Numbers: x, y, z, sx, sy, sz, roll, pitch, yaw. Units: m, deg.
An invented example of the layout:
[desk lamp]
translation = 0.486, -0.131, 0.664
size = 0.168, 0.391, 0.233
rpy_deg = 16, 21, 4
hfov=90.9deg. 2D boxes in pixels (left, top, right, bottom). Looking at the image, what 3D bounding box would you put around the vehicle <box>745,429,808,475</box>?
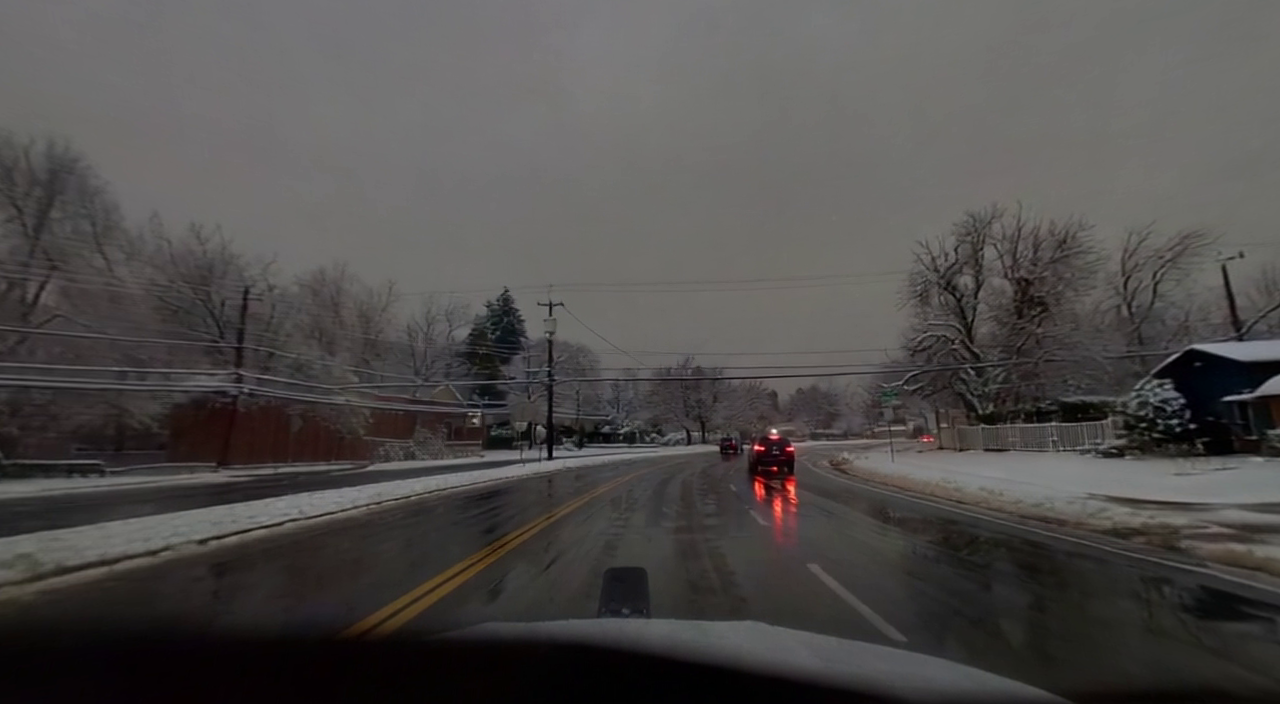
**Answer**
[vehicle]
translation = 5.855, 4.348, 27.640
size = 2.141, 1.833, 4.704
rpy_deg = -1, -8, 6
